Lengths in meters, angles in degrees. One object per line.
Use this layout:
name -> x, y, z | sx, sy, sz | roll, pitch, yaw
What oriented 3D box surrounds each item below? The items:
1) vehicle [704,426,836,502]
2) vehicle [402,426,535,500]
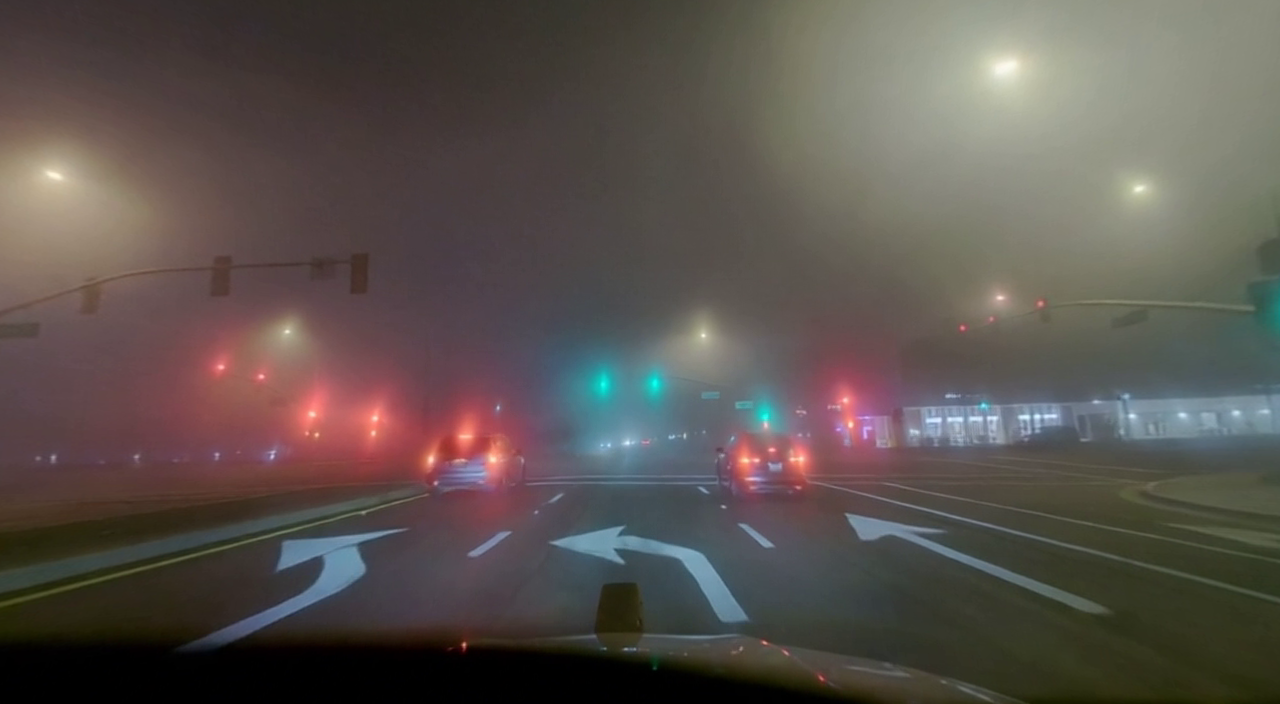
vehicle -> 2.878, 2.629, 15.225 | 2.130, 1.524, 4.722 | 0, -8, -1
vehicle -> -3.990, 2.680, 15.625 | 1.973, 1.526, 4.533 | 0, -8, 1
